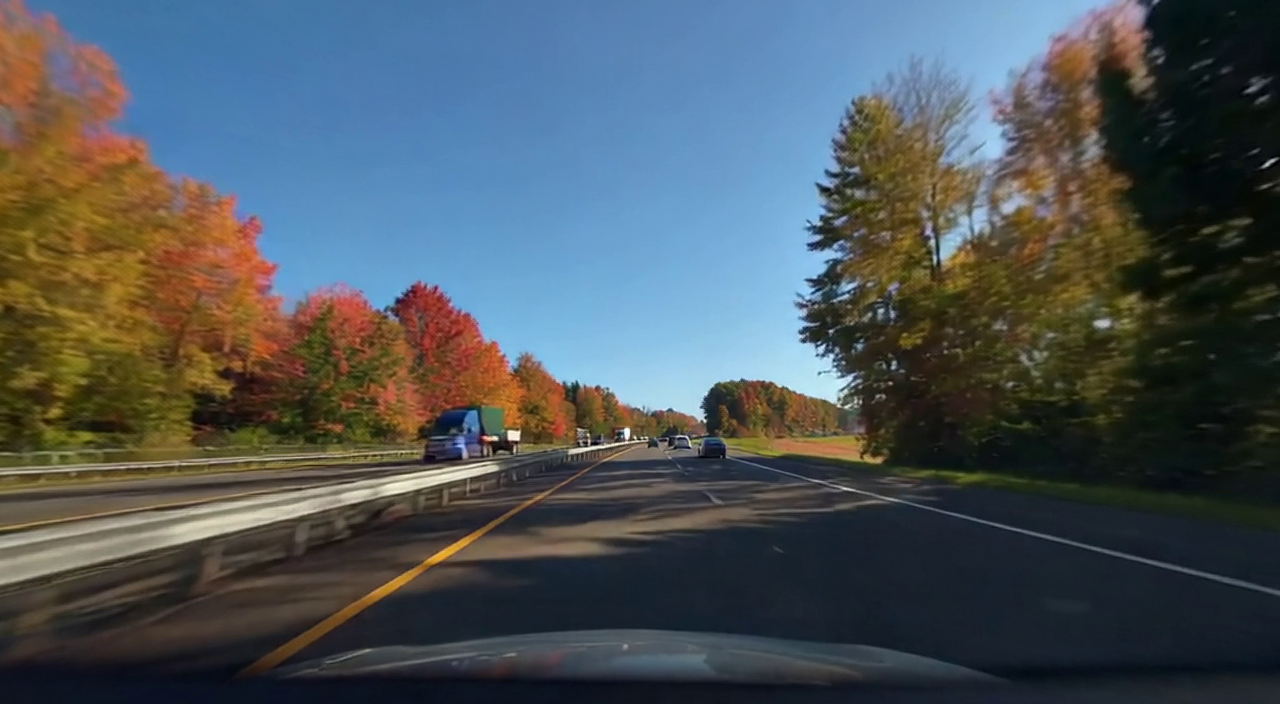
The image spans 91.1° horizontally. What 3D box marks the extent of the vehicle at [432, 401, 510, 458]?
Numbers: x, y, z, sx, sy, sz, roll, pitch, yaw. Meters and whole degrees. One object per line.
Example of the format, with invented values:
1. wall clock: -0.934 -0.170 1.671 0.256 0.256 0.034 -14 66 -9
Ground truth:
1. vehicle: -12.651 6.053 48.275 3.048 3.893 10.150 0 -8 1

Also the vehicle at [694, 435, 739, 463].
1. vehicle: 4.350 5.599 36.376 2.024 1.516 4.197 0 -8 0
